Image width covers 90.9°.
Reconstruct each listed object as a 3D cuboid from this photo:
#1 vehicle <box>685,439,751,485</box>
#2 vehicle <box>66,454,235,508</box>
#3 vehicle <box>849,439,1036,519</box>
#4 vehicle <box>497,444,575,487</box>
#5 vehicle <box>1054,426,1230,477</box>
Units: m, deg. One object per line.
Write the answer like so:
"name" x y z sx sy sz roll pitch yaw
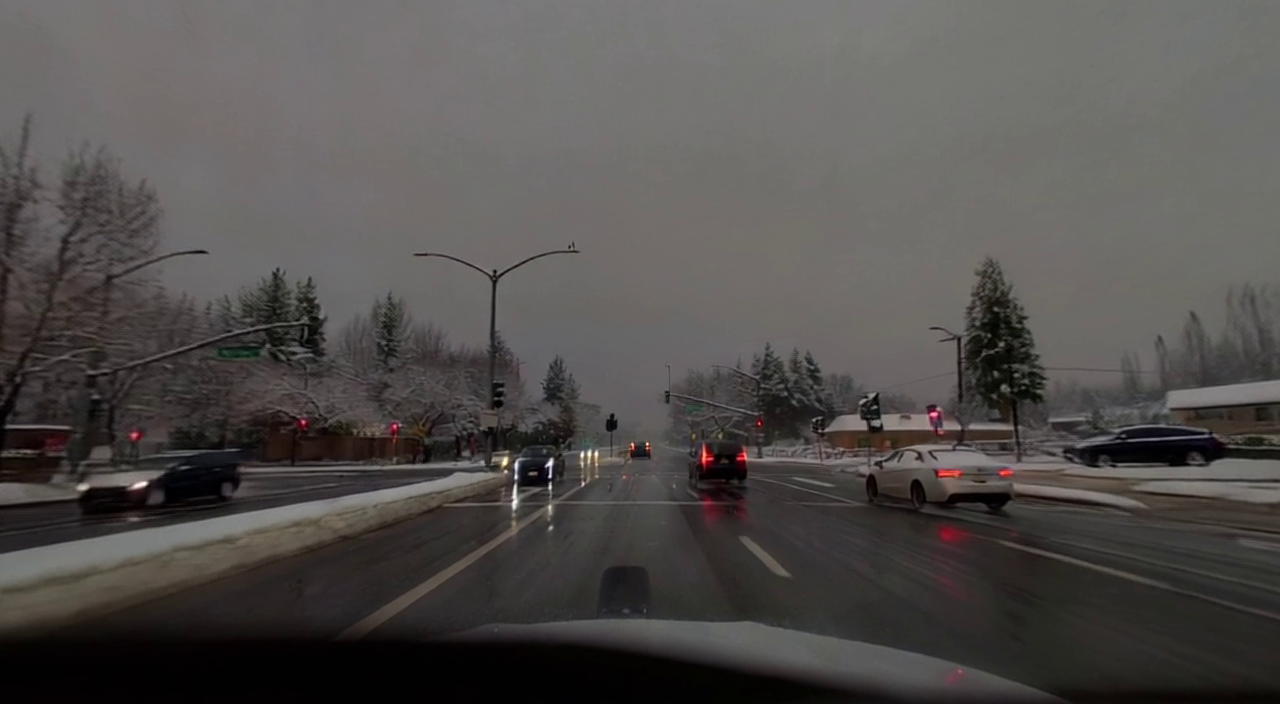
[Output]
"vehicle" 2.958 4.290 24.860 2.009 1.639 4.267 0 -9 -1
"vehicle" -15.636 4.110 20.531 1.902 1.466 4.463 0 -9 0
"vehicle" 6.461 2.736 14.165 1.890 1.471 4.566 0 -9 -1
"vehicle" -3.787 4.193 23.661 2.037 1.472 4.152 0 -9 2
"vehicle" 19.255 3.809 24.365 4.999 1.833 2.114 0 -8 -2
